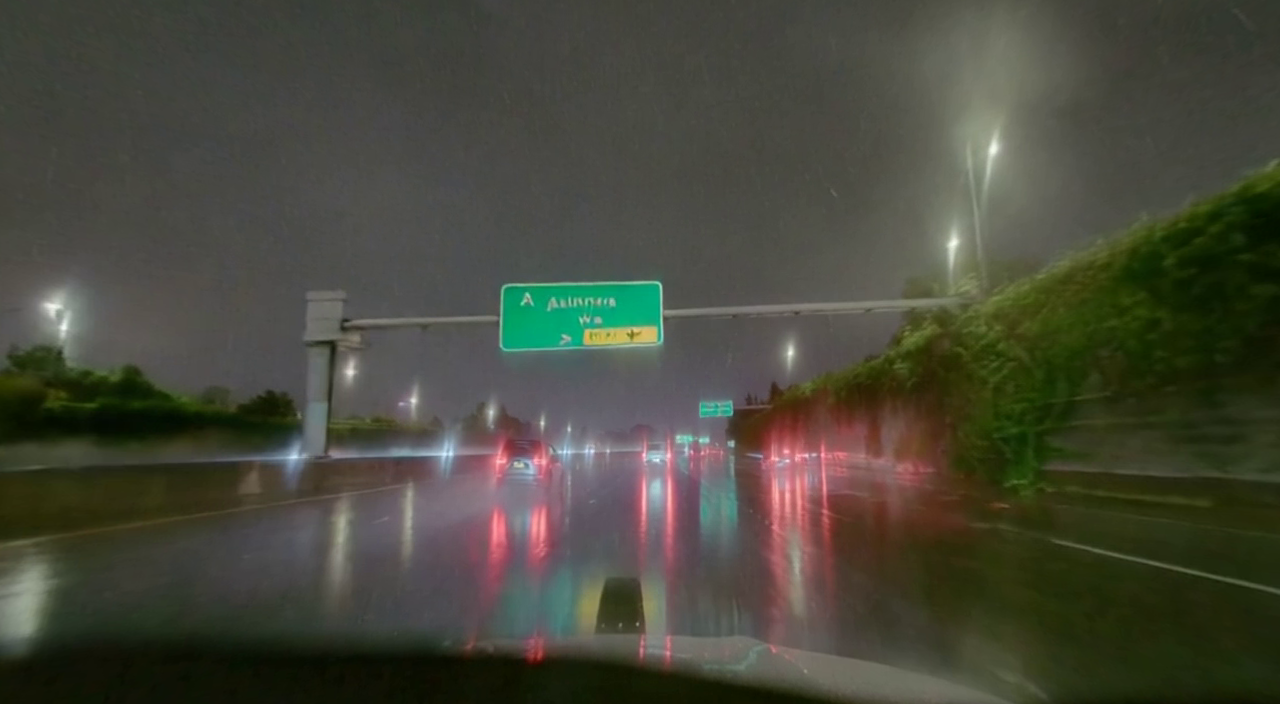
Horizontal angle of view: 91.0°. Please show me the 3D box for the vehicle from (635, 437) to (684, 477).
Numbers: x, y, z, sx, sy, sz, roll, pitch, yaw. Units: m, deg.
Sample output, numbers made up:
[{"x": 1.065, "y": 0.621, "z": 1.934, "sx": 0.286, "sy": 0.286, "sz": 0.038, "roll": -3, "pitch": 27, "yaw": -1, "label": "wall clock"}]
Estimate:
[{"x": 0.969, "y": 5.250, "z": 31.713, "sx": 2.270, "sy": 1.862, "sz": 4.949, "roll": 0, "pitch": -9, "yaw": 1, "label": "vehicle"}]

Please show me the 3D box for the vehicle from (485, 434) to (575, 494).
[{"x": -3.537, "y": 3.706, "z": 21.160, "sx": 2.142, "sy": 1.759, "sz": 4.297, "roll": 0, "pitch": -9, "yaw": 2, "label": "vehicle"}]

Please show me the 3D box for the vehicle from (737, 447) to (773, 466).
[{"x": 8.876, "y": 8.102, "z": 48.933, "sx": 2.005, "sy": 1.456, "sz": 4.287, "roll": 0, "pitch": -9, "yaw": 0, "label": "vehicle"}]

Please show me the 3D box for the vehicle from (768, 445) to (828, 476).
[{"x": 8.071, "y": 5.571, "z": 32.507, "sx": 1.936, "sy": 1.480, "sz": 4.373, "roll": 0, "pitch": -9, "yaw": 0, "label": "vehicle"}]
